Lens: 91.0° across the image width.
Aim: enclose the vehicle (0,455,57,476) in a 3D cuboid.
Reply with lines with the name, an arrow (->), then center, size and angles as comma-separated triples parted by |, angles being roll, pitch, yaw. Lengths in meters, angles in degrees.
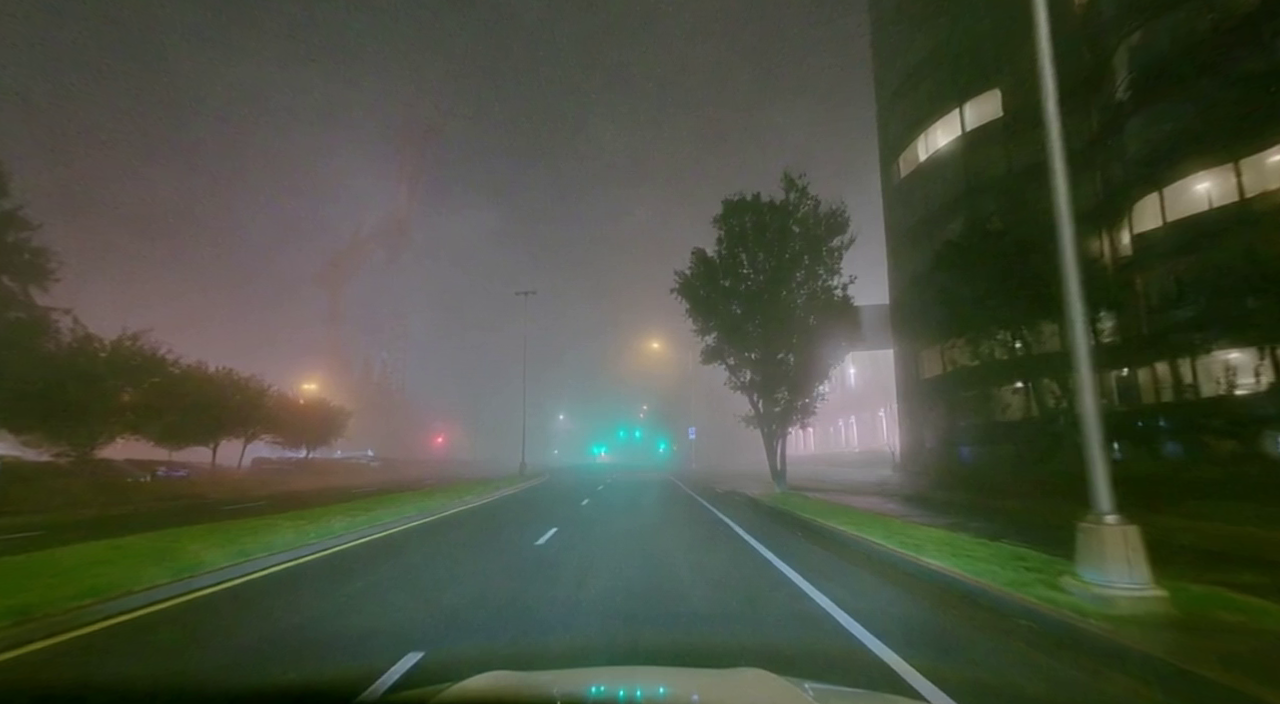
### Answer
vehicle -> -43.454, 7.948, 44.087 | 3.564, 1.431, 1.678 | 0, -9, 1
